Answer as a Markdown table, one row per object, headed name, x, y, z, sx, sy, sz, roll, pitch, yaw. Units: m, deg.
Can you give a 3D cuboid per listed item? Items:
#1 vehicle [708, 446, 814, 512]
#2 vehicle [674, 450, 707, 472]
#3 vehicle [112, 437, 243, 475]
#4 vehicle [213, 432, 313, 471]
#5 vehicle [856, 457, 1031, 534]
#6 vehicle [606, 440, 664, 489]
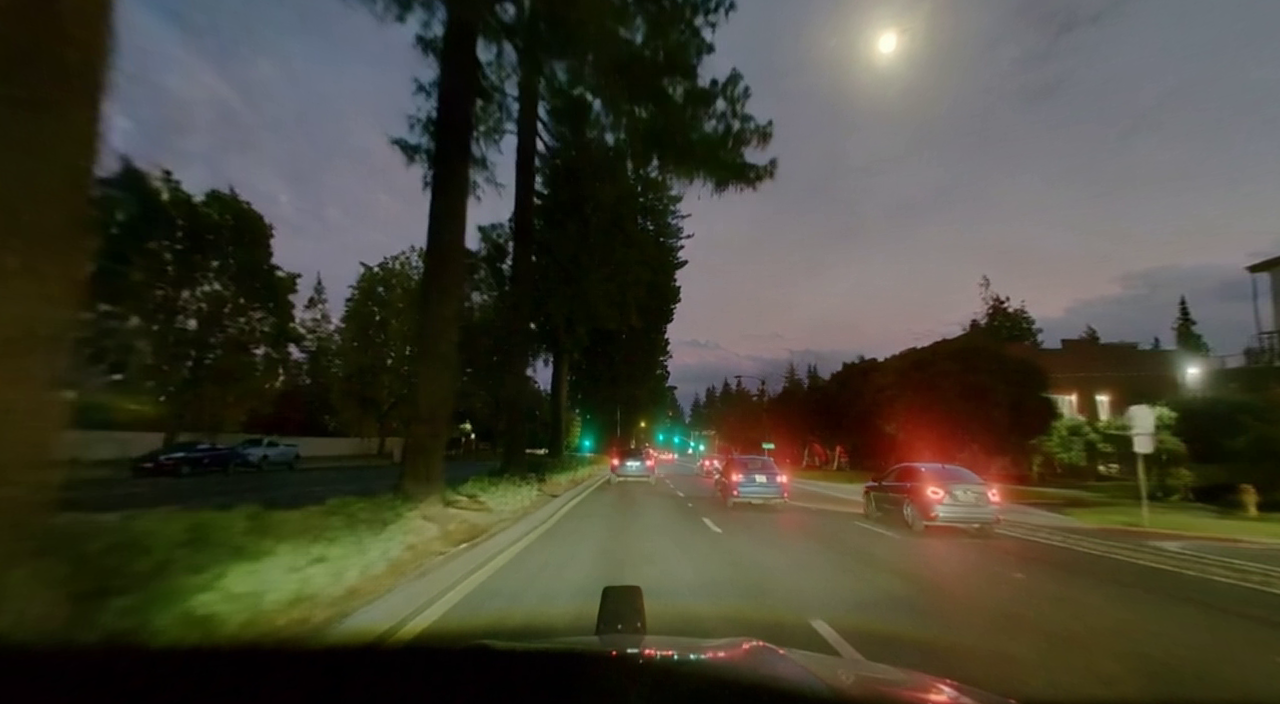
| name | x | y | z | sx | sy | sz | roll | pitch | yaw |
| --- | --- | --- | --- | --- | --- | --- | --- | --- | --- |
| vehicle | 3.033 | 3.288 | 16.732 | 1.932 | 1.510 | 4.168 | 0 | -9 | -1 |
| vehicle | 3.566 | 7.778 | 45.064 | 2.012 | 1.462 | 4.163 | 0 | -9 | -1 |
| vehicle | -19.009 | 4.302 | 26.110 | 1.905 | 1.428 | 4.637 | 0 | -9 | 0 |
| vehicle | -19.093 | 5.074 | 32.106 | 2.043 | 1.707 | 4.798 | 3 | -9 | 0 |
| vehicle | 6.800 | 3.215 | 14.694 | 1.944 | 1.458 | 4.268 | 0 | -9 | 0 |
| vehicle | -0.154 | 4.204 | 23.811 | 2.008 | 1.674 | 4.239 | 0 | -9 | 0 |
